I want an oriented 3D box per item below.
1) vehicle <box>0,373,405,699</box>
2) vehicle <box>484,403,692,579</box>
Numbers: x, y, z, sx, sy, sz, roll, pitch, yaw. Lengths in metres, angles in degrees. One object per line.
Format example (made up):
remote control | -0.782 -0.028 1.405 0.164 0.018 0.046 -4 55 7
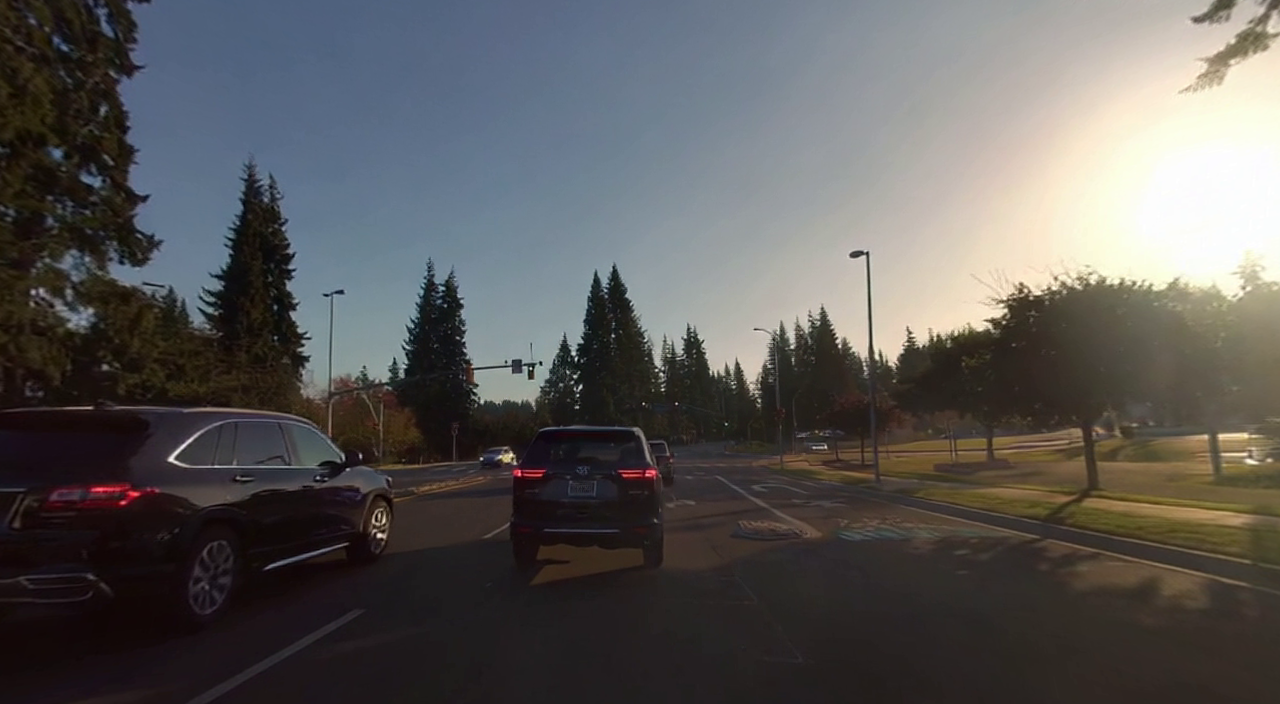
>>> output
vehicle | -3.987 1.275 5.578 2.009 1.673 4.454 0 -8 1
vehicle | -0.485 1.797 9.076 2.131 1.793 5.016 0 -8 1
